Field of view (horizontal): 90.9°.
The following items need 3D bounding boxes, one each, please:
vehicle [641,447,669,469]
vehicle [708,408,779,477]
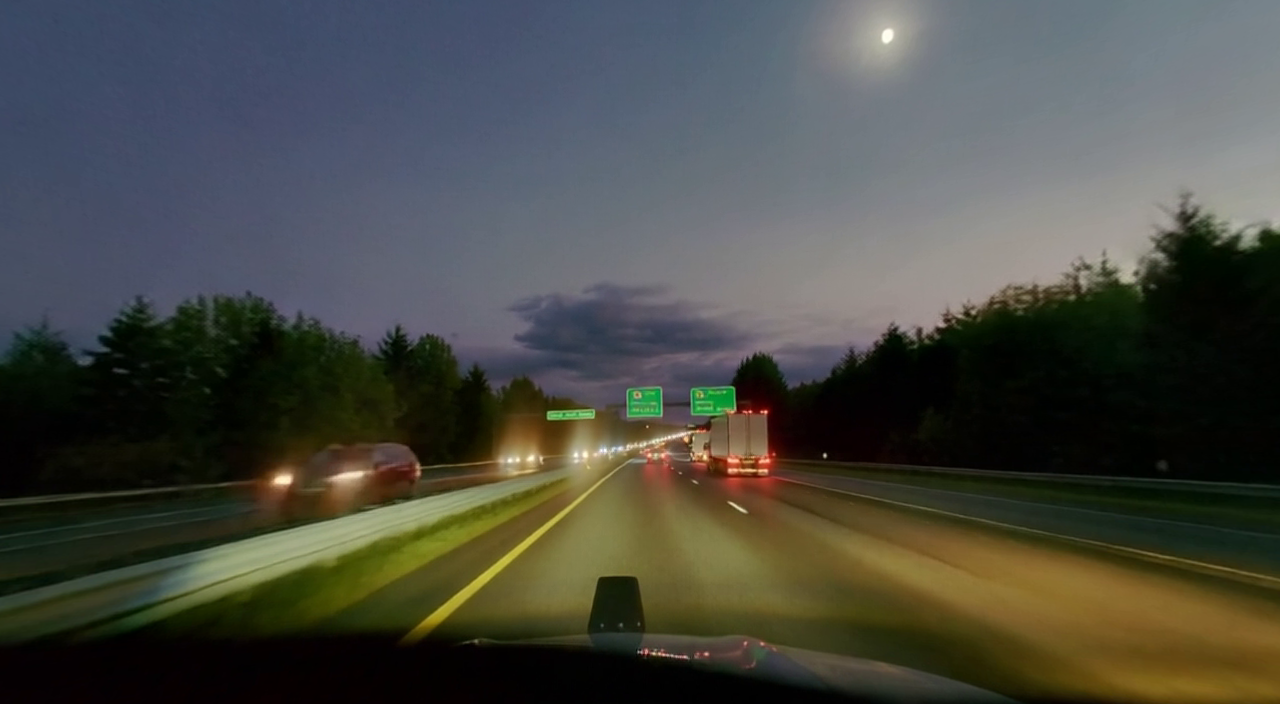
[{"bbox_3d":[1.105,7.845,46.808,2.049,1.500,3.790,0,-9,1],"label":"vehicle"},{"bbox_3d":[5.448,4.978,34.478,2.743,3.367,7.306,0,-9,1],"label":"vehicle"}]
